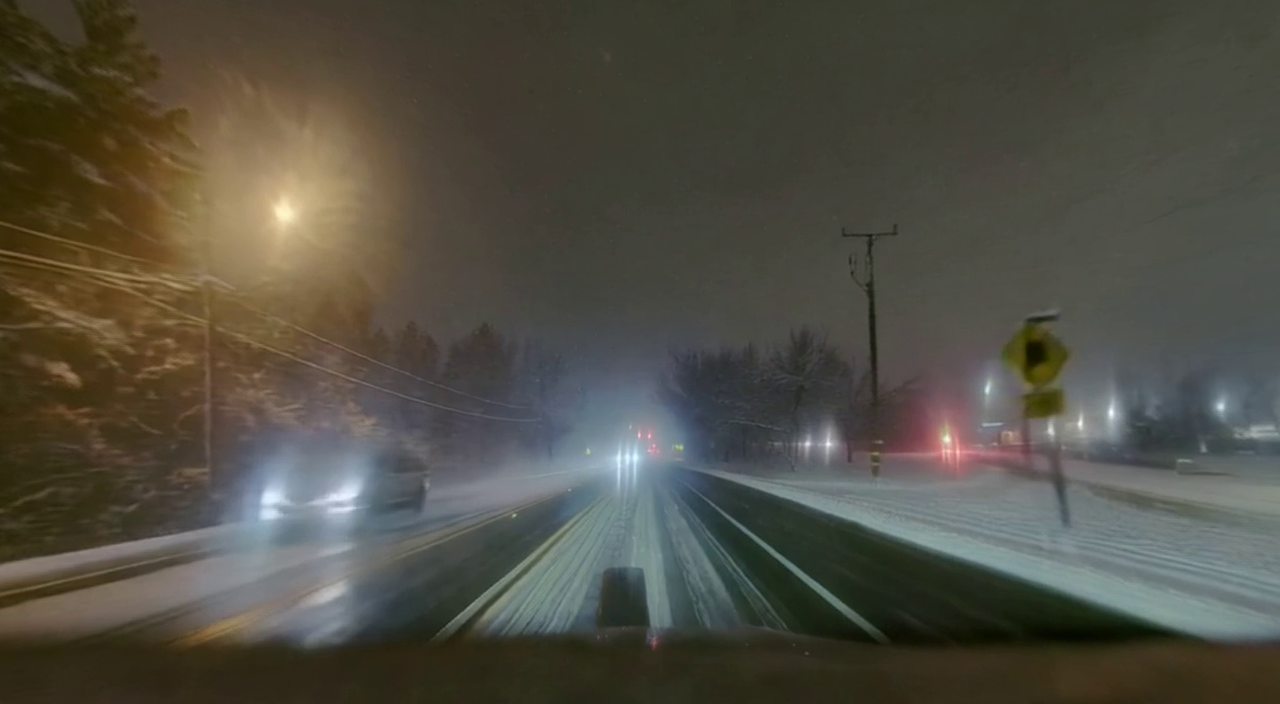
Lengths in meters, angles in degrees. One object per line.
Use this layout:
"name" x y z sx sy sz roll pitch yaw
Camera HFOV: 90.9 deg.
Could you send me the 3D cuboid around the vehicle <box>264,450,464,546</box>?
"vehicle" -5.279 2.815 12.852 2.000 1.546 4.342 -1 -8 2
